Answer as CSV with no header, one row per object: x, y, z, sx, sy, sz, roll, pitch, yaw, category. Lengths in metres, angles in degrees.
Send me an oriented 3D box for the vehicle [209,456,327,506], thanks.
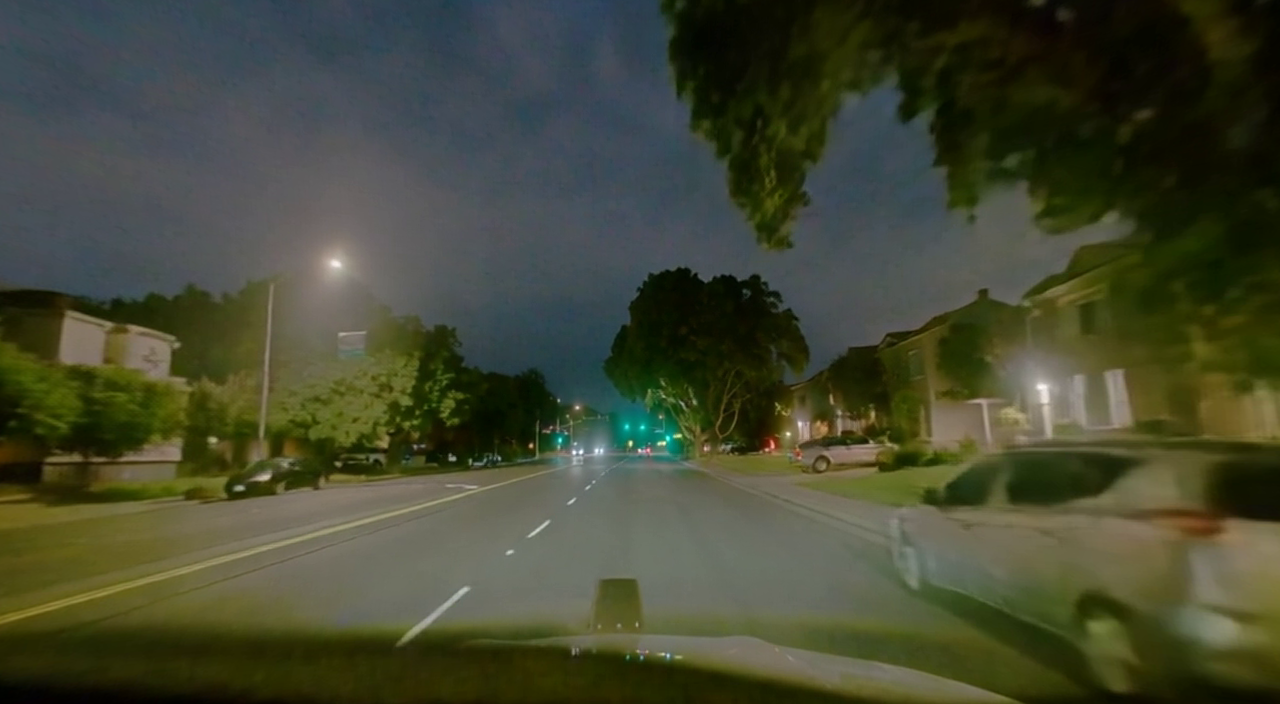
-13.971,4.822,24.093,1.876,1.495,4.647,-4,-9,-2,vehicle

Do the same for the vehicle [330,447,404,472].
-21.043,8.327,48.879,4.756,1.869,2.042,-1,-9,5,vehicle

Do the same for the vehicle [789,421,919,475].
9.281,4.199,27.678,4.790,1.681,2.029,-7,-8,-5,vehicle

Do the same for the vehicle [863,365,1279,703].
3.424,1.192,4.338,2.078,1.679,4.562,0,-9,0,vehicle
